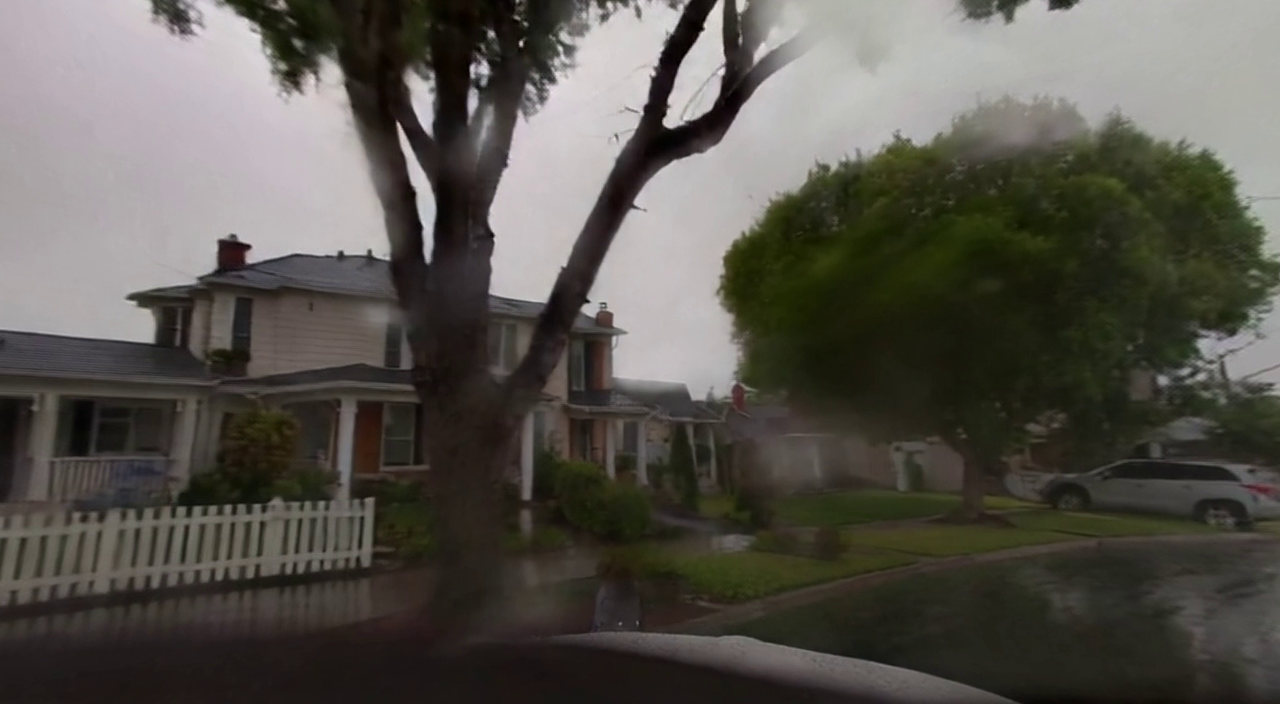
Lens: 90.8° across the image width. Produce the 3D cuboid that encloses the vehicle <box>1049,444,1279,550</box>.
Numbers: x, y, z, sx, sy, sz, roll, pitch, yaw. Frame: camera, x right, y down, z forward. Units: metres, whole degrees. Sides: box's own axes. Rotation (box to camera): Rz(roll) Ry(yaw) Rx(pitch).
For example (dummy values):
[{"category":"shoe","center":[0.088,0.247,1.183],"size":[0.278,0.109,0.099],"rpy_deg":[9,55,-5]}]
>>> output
[{"category":"vehicle","center":[12.144,3.061,14.009],"size":[2.471,1.595,4.537],"rpy_deg":[5,-5,-33]}]
